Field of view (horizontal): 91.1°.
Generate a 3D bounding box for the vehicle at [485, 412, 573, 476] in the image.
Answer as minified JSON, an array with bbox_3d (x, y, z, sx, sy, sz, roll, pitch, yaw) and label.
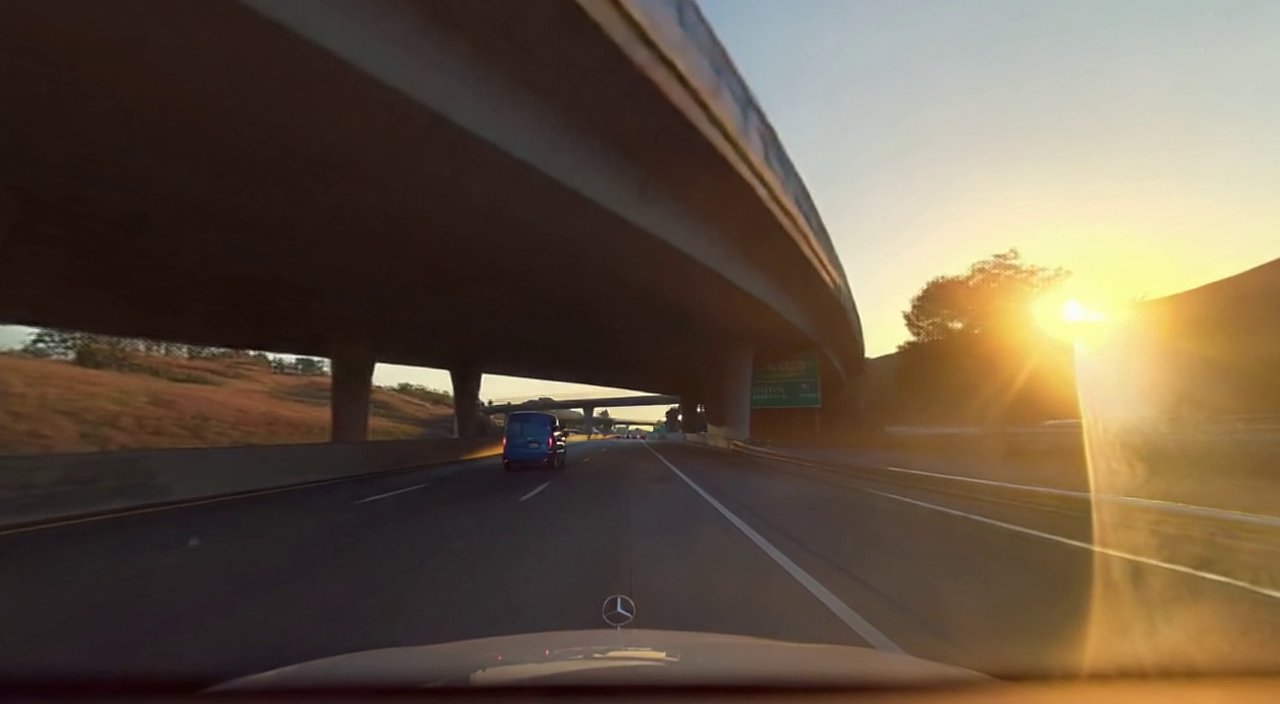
[{"bbox_3d":[-3.838,3.282,22.727,2.309,2.053,4.884,0,-8,0],"label":"vehicle"}]
